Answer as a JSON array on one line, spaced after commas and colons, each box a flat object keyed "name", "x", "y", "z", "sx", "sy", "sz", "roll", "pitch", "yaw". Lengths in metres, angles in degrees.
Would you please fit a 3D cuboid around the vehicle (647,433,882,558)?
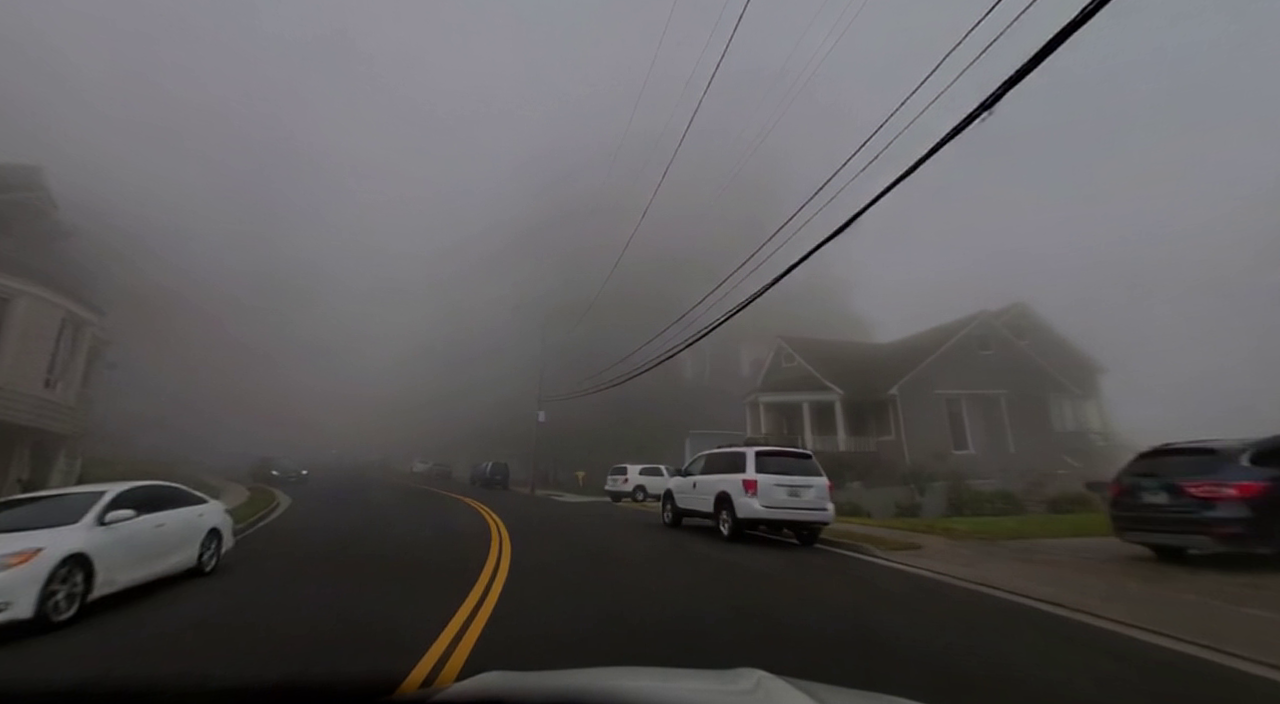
[{"name": "vehicle", "x": 2.139, "y": 2.755, "z": 12.921, "sx": 2.449, "sy": 1.869, "sz": 5.504, "roll": 7, "pitch": -10, "yaw": -15}]

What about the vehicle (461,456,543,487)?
[{"name": "vehicle", "x": -10.230, "y": 8.902, "z": 46.958, "sx": 5.523, "sy": 2.018, "sz": 2.216, "roll": 9, "pitch": -18, "yaw": -38}]

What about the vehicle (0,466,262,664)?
[{"name": "vehicle", "x": -6.541, "y": 2.099, "z": 7.145, "sx": 2.197, "sy": 1.462, "sz": 4.524, "roll": 1, "pitch": -9, "yaw": -8}]

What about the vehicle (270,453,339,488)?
[{"name": "vehicle", "x": -15.558, "y": 5.407, "z": 29.182, "sx": 1.930, "sy": 1.451, "sz": 4.338, "roll": 7, "pitch": -11, "yaw": -38}]

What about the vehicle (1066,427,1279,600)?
[{"name": "vehicle", "x": 8.280, "y": 1.871, "z": 7.994, "sx": 4.386, "sy": 1.734, "sz": 2.199, "roll": 2, "pitch": -9, "yaw": -11}]
